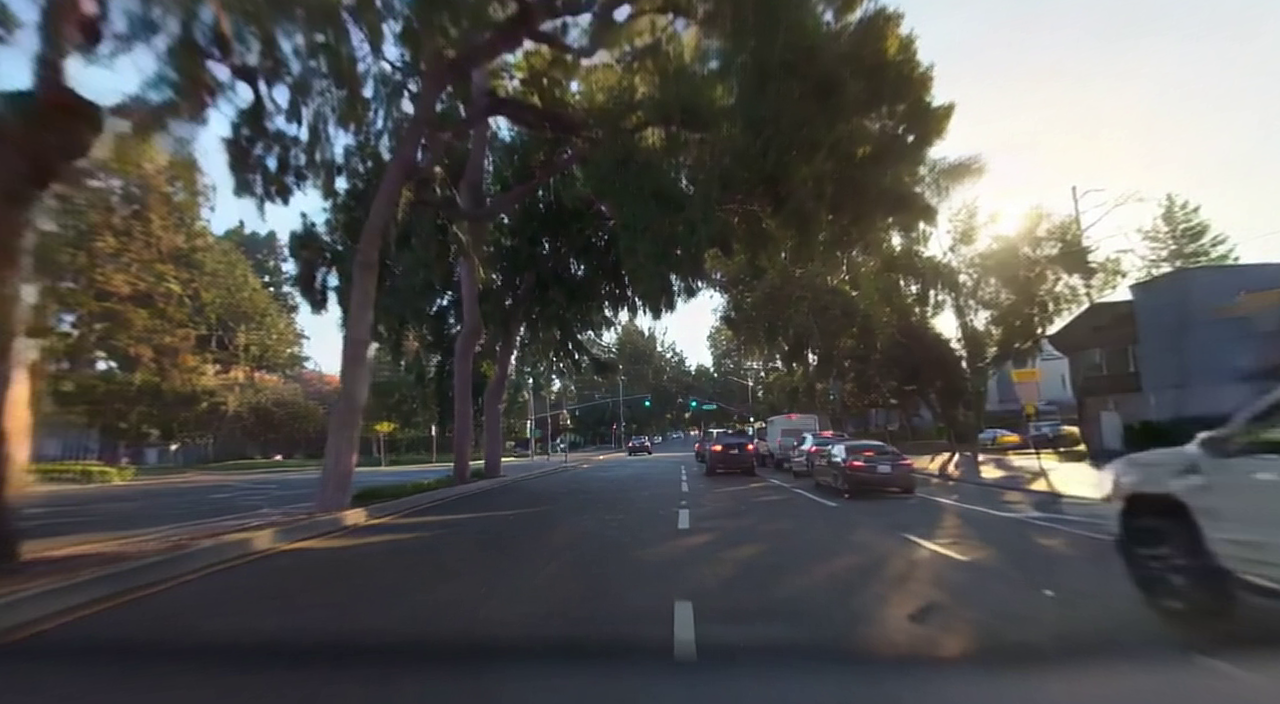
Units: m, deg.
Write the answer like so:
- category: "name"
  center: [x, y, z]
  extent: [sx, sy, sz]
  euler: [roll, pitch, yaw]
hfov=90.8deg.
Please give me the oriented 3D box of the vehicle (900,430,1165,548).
- category: "vehicle"
  center: [5.853, 2.048, 10.127]
  extent: [1.915, 1.480, 3.925]
  euler: [-1, -8, 4]

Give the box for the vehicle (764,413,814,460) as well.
- category: "vehicle"
  center: [7.852, 4.521, 33.575]
  extent: [1.933, 2.309, 3.468]
  euler: [-1, -8, 3]

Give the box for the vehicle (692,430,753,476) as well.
- category: "vehicle"
  center: [3.254, 4.094, 25.835]
  extent: [2.052, 1.693, 4.554]
  euler: [0, -8, 2]

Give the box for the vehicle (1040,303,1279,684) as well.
- category: "vehicle"
  center: [4.626, 0.646, 2.541]
  extent: [2.268, 2.090, 6.113]
  euler: [-1, -8, 3]

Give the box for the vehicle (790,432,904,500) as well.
- category: "vehicle"
  center: [6.060, 3.321, 19.151]
  extent: [1.803, 1.754, 4.480]
  euler: [-1, -7, -1]
